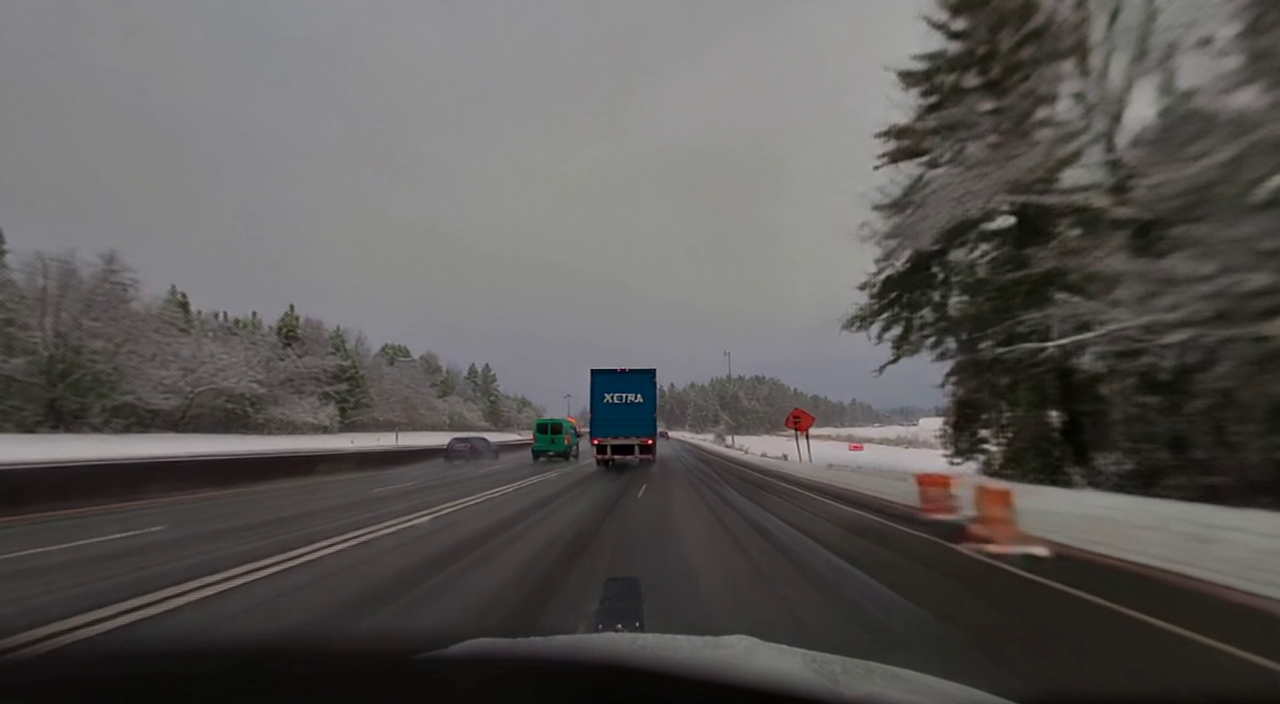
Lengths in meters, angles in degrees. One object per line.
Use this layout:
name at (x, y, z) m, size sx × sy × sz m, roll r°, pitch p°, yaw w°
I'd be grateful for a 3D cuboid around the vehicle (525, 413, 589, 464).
vehicle at (-4.574, 4.946, 35.825) m, size 2.469 × 2.615 × 5.874 m, roll 0°, pitch -8°, yaw 3°

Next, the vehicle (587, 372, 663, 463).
vehicle at (-0.474, 3.648, 32.494) m, size 3.183 × 4.011 × 9.617 m, roll 0°, pitch -9°, yaw 3°

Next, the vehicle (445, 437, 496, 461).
vehicle at (-11.060, 6.363, 41.447) m, size 1.901 × 1.487 × 4.622 m, roll 0°, pitch -8°, yaw 3°
